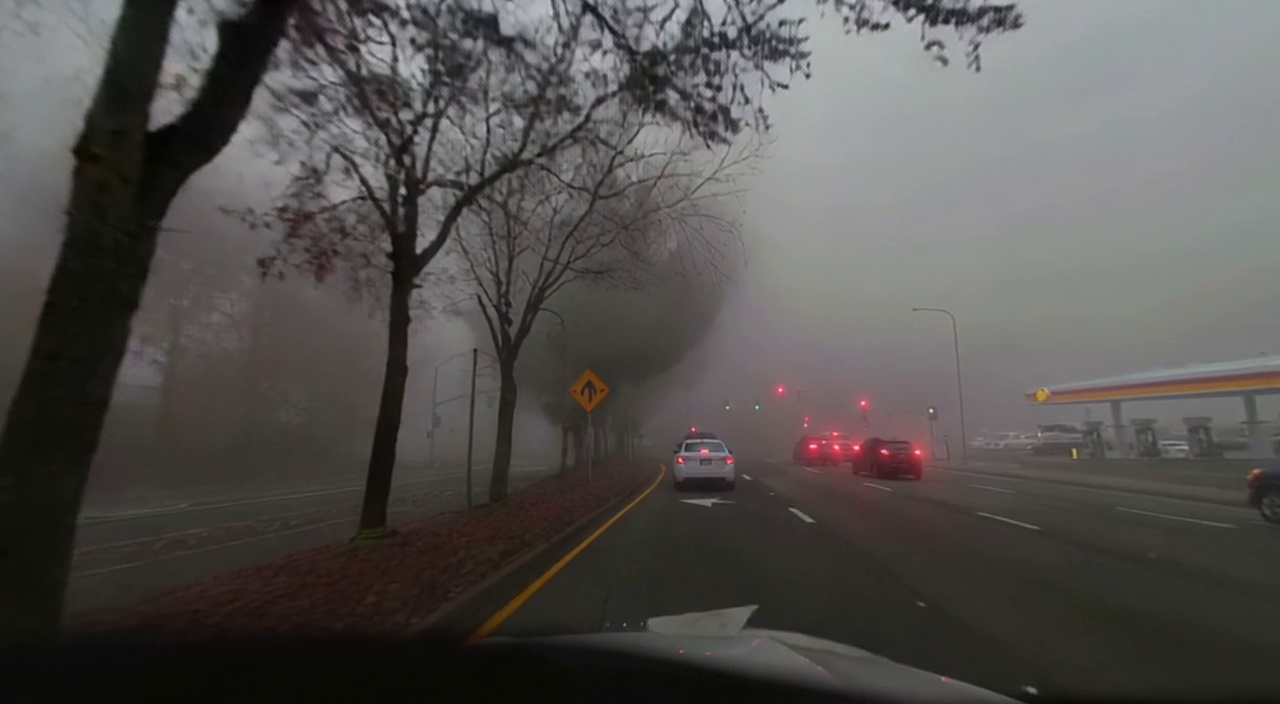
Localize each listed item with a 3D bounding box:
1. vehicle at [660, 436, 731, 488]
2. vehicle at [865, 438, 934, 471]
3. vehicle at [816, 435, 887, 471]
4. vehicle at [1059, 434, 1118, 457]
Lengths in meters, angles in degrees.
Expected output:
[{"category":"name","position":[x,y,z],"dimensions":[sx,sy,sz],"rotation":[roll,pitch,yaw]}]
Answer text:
[{"category":"vehicle","position":[1.756,3.483,20.262],"dimensions":[2.032,1.461,4.173],"rotation":[-1,-9,4]},{"category":"vehicle","position":[13.494,5.347,33.095],"dimensions":[1.976,1.584,4.516],"rotation":[-1,-9,4]},{"category":"vehicle","position":[10.691,5.127,32.248],"dimensions":[1.991,1.695,4.357],"rotation":[0,-9,-2]},{"category":"vehicle","position":[33.092,6.919,46.626],"dimensions":[1.914,1.563,3.672],"rotation":[-1,-9,6]}]
